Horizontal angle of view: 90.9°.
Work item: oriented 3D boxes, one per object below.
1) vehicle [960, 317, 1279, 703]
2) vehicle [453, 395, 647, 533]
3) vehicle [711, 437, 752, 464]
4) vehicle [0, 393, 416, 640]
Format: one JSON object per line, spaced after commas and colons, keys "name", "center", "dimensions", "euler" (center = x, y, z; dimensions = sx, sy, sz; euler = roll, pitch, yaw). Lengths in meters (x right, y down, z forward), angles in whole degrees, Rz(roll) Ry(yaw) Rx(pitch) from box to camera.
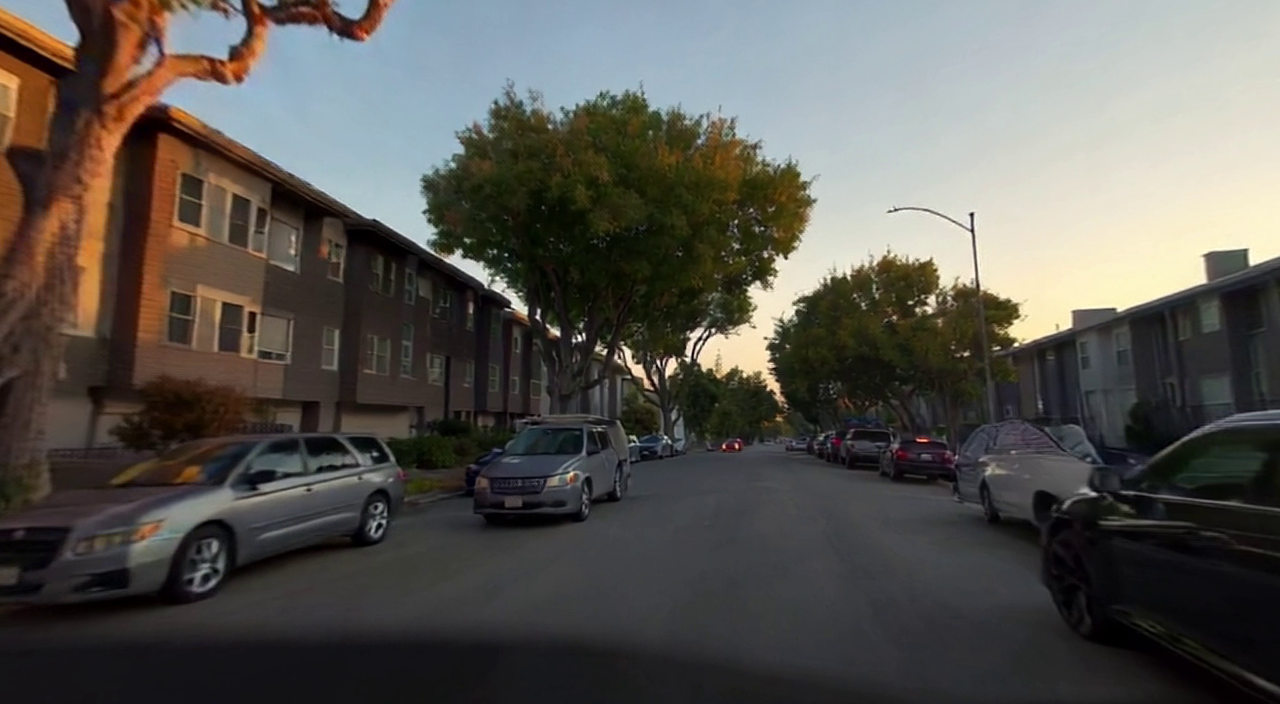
{"name": "vehicle", "center": [3.202, 0.801, 2.388], "dimensions": [2.055, 1.717, 5.172], "euler": [-2, -8, 10]}
{"name": "vehicle", "center": [-1.383, 2.068, 12.166], "dimensions": [2.197, 2.047, 4.985], "euler": [-2, -8, 10]}
{"name": "vehicle", "center": [5.422, 5.794, 37.059], "dimensions": [1.971, 1.476, 4.593], "euler": [-2, -9, 13]}
{"name": "vehicle", "center": [-4.613, 1.543, 7.040], "dimensions": [2.002, 1.774, 4.568], "euler": [-2, -8, 8]}
